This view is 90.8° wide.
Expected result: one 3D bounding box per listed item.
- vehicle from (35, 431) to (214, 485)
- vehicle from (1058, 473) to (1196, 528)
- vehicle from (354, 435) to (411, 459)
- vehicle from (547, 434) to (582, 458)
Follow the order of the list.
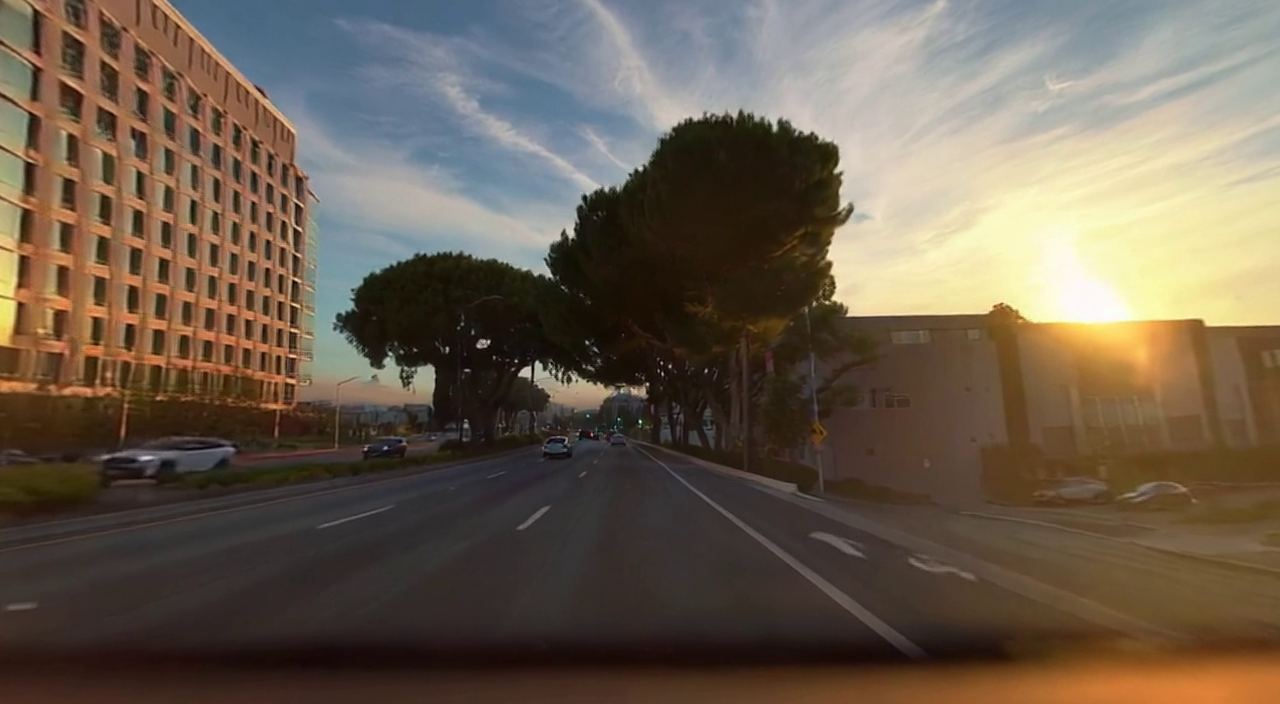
[{"bbox_3d":[-18.398,3.808,22.969,2.286,1.743,4.869,-1,-8,2],"label":"vehicle"},{"bbox_3d":[23.138,7.136,30.208,4.619,1.807,2.224,7,-19,3],"label":"vehicle"},{"bbox_3d":[-18.139,6.713,44.765,2.079,1.560,4.702,0,-8,0],"label":"vehicle"},{"bbox_3d":[-5.075,6.385,42.932,2.025,1.474,4.292,0,-9,-2],"label":"vehicle"}]
